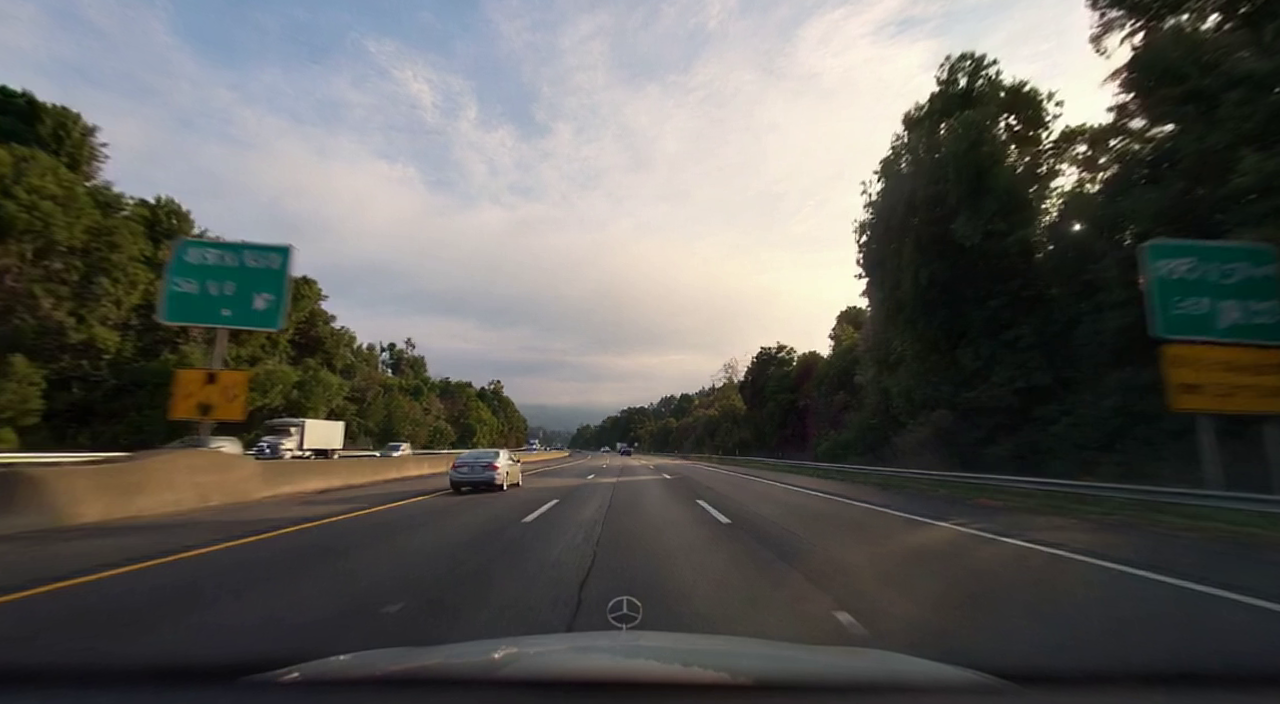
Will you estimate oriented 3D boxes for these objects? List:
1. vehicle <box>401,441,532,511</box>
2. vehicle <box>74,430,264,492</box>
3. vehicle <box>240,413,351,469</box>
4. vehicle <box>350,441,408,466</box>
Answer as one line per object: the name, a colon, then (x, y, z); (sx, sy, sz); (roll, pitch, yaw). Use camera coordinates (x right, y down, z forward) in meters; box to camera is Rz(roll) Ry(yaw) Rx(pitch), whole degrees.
vehicle: (-4.198, 3.074, 16.140); (2.022, 1.513, 4.613); (0, -9, 0)
vehicle: (-13.305, 3.122, 18.279); (1.977, 1.562, 4.525); (0, -9, 0)
vehicle: (-21.720, 5.740, 40.340); (2.792, 3.271, 7.553); (0, -9, -1)
vehicle: (-17.453, 6.801, 42.400); (2.155, 1.583, 4.233); (0, -9, -1)
